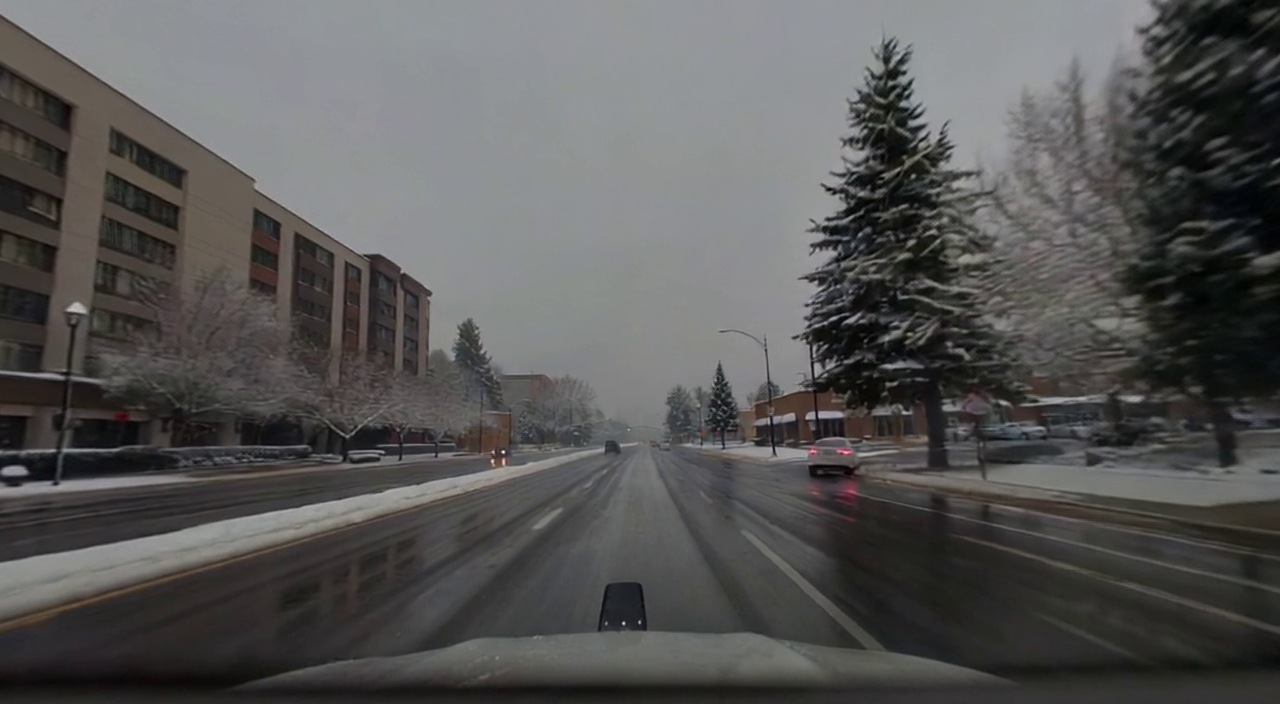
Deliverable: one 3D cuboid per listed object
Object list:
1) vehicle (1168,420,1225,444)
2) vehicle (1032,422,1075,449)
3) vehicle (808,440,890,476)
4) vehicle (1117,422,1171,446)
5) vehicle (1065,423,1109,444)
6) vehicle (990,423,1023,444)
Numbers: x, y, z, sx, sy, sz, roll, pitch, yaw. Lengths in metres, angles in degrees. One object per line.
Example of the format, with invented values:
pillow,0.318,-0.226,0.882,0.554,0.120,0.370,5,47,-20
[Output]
vehicle,36.549,5.327,41.309,1.778,1.477,3.942,-4,-9,27
vehicle,28.085,5.723,42.755,2.042,1.690,4.562,-5,-10,29
vehicle,10.922,5.434,32.601,2.129,1.696,5.061,-7,-11,42
vehicle,33.712,5.529,42.132,1.916,1.491,4.491,-4,-9,28
vehicle,33.707,6.189,47.442,1.977,1.511,4.134,-4,-9,26
vehicle,28.482,6.369,48.873,1.797,1.498,4.412,-3,-9,25
